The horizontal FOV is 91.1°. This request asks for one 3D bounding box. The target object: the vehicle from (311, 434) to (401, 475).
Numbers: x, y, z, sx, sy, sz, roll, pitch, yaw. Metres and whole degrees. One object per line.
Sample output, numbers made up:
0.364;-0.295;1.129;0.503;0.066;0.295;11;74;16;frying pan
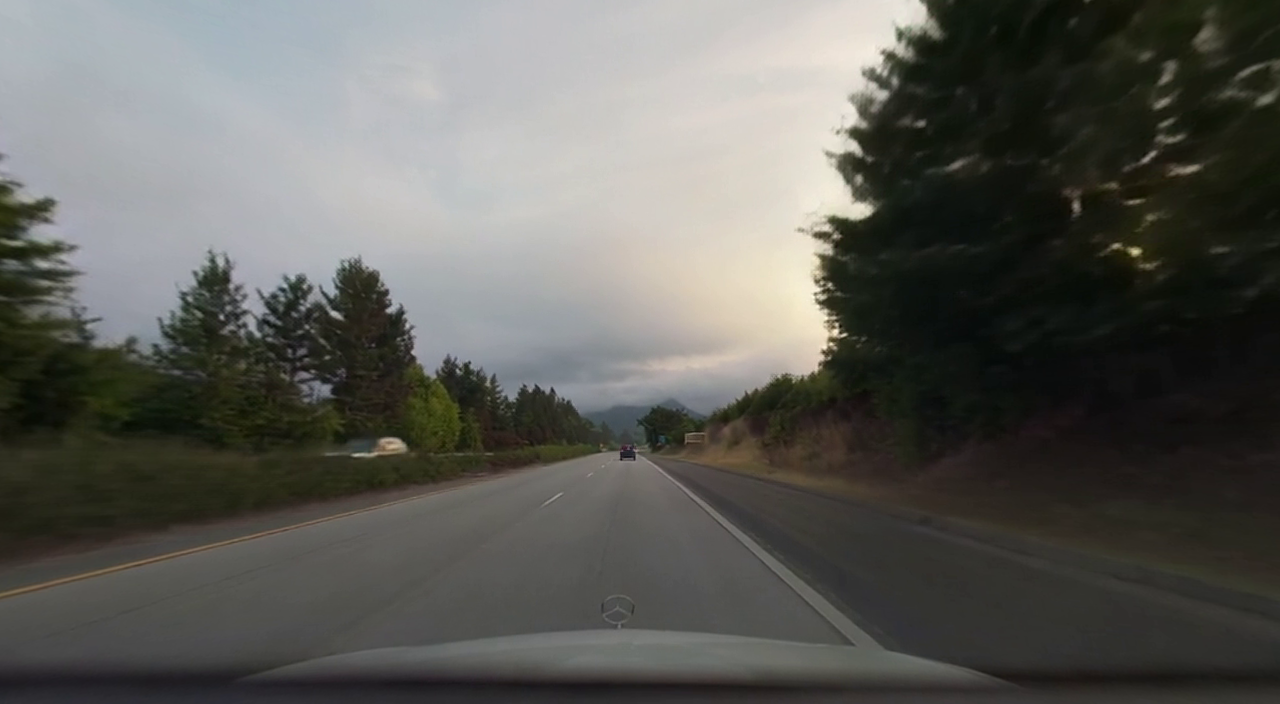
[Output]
-11.992;4.338;26.808;1.917;1.560;4.168;0;-8;-1;vehicle
